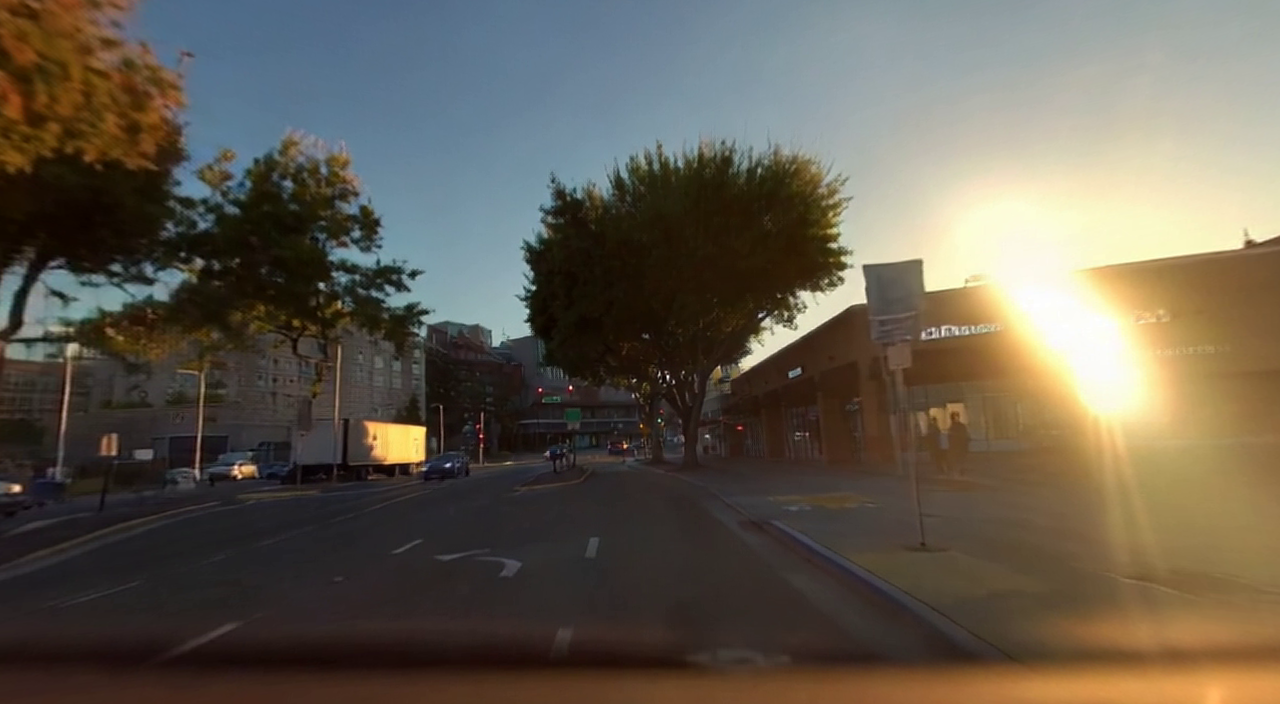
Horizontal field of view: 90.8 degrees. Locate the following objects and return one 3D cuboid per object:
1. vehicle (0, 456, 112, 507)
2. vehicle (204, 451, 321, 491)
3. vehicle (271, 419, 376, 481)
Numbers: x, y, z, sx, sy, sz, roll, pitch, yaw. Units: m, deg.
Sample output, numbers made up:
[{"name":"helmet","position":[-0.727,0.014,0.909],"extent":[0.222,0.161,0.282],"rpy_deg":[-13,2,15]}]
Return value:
[{"name":"vehicle","position":[-23.738,4.923,24.368],"extent":[2.025,1.756,4.749],"rpy_deg":[-2,-9,15]},{"name":"vehicle","position":[-18.287,5.742,30.903],"extent":[2.101,1.721,4.587],"rpy_deg":[-3,-9,17]},{"name":"vehicle","position":[-21.873,6.841,44.104],"extent":[3.045,3.961,6.104],"rpy_deg":[-2,-9,15]}]
